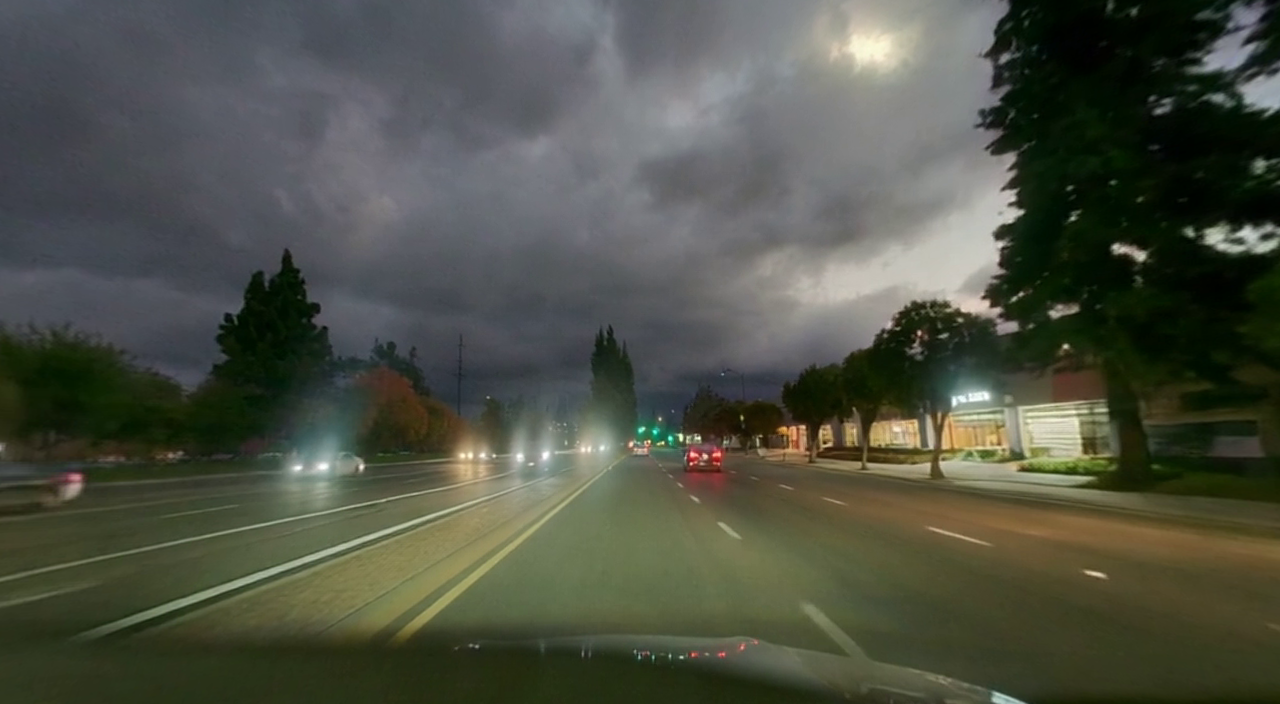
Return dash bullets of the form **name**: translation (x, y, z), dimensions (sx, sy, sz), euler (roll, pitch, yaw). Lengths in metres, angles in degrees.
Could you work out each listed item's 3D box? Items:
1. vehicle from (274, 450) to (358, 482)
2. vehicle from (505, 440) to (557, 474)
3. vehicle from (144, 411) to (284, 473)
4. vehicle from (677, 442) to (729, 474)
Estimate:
- **vehicle**: translation (-16.310, 5.750, 32.070), dimensions (1.989, 1.466, 4.349), euler (0, -9, 0)
- **vehicle**: translation (-5.623, 5.494, 33.212), dimensions (2.100, 1.639, 4.268), euler (0, -9, -2)
- **vehicle**: translation (-27.822, 6.009, 42.030), dimensions (2.804, 3.714, 8.815), euler (0, -9, 2)
- **vehicle**: translation (3.116, 5.328, 32.076), dimensions (1.983, 1.482, 4.463), euler (0, -9, -2)
